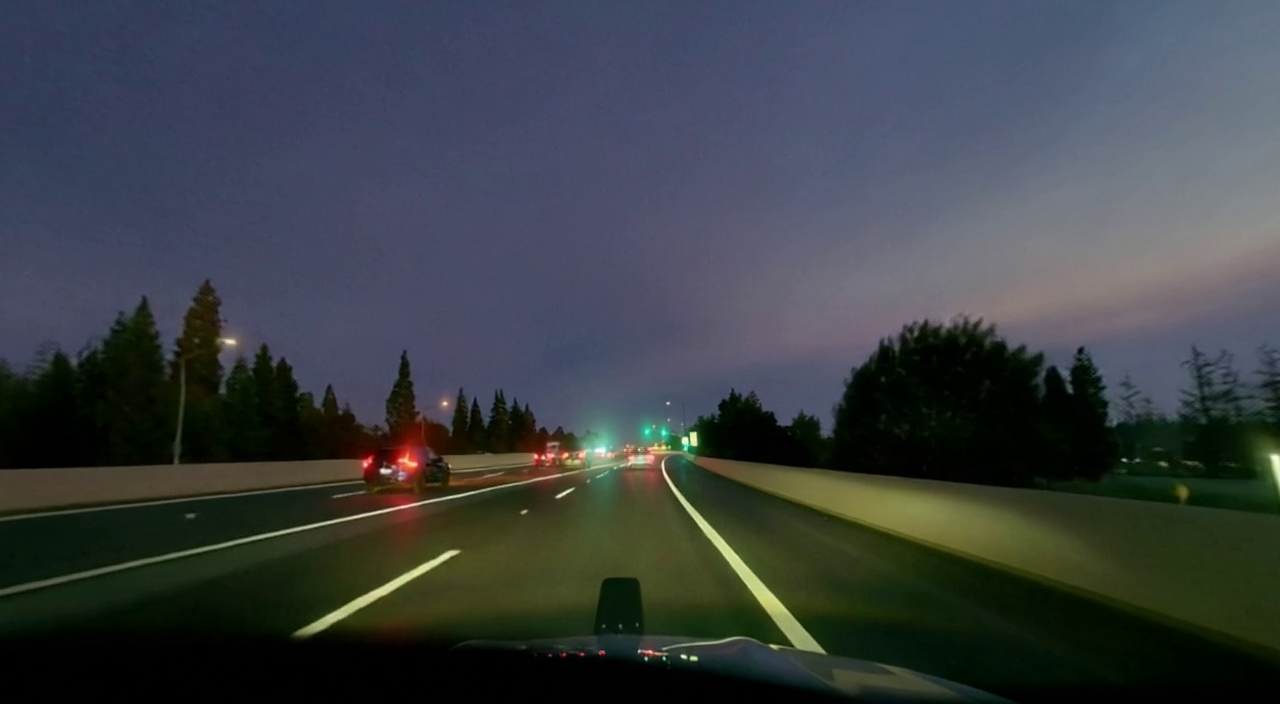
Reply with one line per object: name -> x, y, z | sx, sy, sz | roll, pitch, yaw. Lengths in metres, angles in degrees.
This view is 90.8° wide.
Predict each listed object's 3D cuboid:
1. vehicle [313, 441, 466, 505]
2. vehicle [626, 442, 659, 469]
vehicle -> -6.881, 3.357, 18.119 | 2.102, 1.562, 4.884 | -1, -8, 4
vehicle -> 0.260, 7.265, 44.579 | 2.179, 1.742, 4.396 | -1, -8, 2
